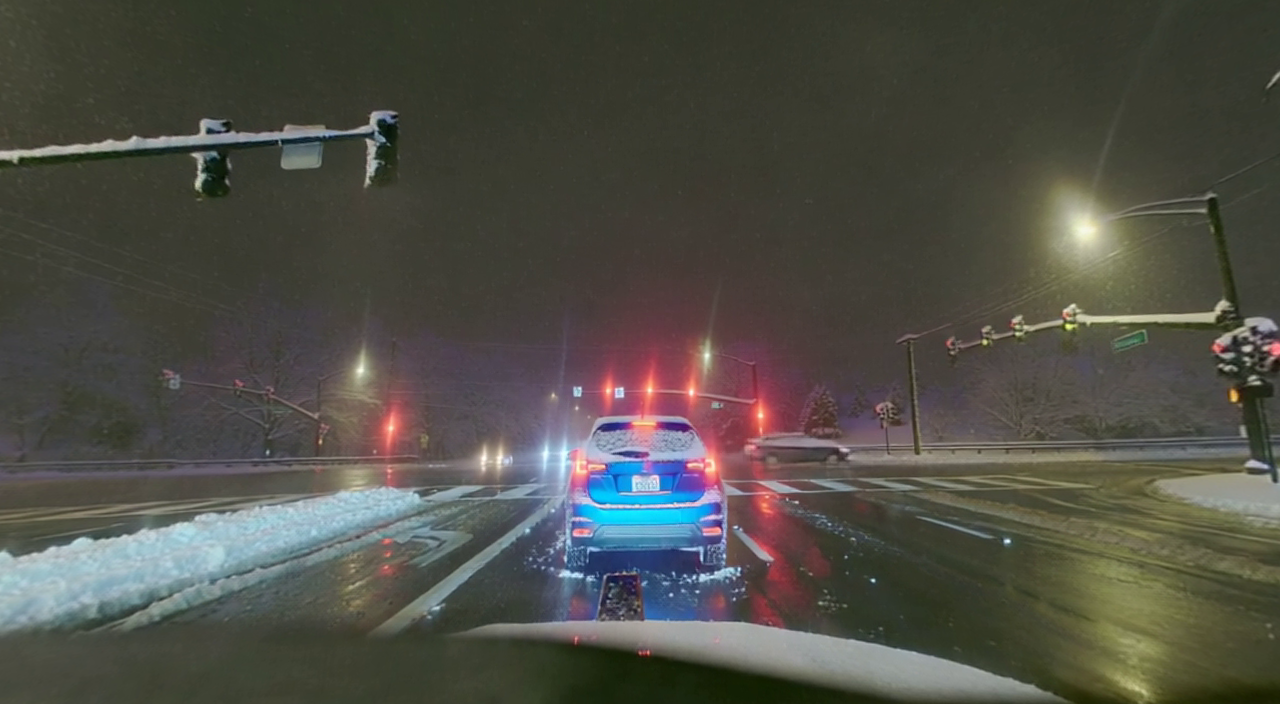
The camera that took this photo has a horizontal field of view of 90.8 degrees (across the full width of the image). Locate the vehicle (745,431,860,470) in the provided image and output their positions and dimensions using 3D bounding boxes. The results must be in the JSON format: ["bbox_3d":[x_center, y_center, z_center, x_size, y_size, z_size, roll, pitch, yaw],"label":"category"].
[{"bbox_3d":[8.117,4.967,31.964,5.247,1.889,2.050,0,-9,1],"label":"vehicle"}]

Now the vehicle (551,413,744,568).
[{"bbox_3d":[0.039,1.757,8.711,2.027,1.626,3.942,0,-8,-1],"label":"vehicle"}]
